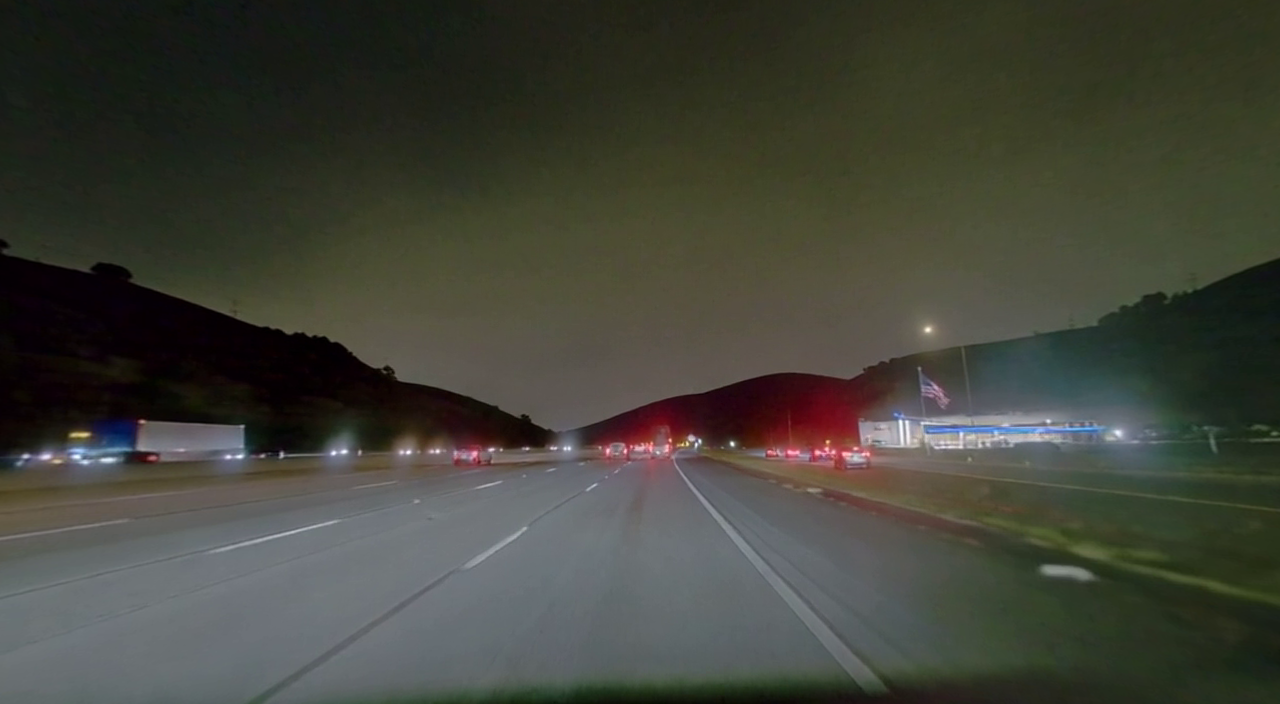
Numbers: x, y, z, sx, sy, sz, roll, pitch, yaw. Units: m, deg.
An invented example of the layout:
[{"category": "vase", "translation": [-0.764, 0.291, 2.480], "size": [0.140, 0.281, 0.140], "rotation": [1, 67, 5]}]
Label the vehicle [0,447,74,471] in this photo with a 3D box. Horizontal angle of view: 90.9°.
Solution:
[{"category": "vehicle", "translation": [-42.032, 7.286, 43.242], "size": [1.722, 1.465, 4.952], "rotation": [0, -8, 3]}]

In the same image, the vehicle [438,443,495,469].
[{"category": "vehicle", "translation": [-10.131, 6.103, 37.188], "size": [1.927, 1.454, 4.395], "rotation": [0, -8, 3]}]
